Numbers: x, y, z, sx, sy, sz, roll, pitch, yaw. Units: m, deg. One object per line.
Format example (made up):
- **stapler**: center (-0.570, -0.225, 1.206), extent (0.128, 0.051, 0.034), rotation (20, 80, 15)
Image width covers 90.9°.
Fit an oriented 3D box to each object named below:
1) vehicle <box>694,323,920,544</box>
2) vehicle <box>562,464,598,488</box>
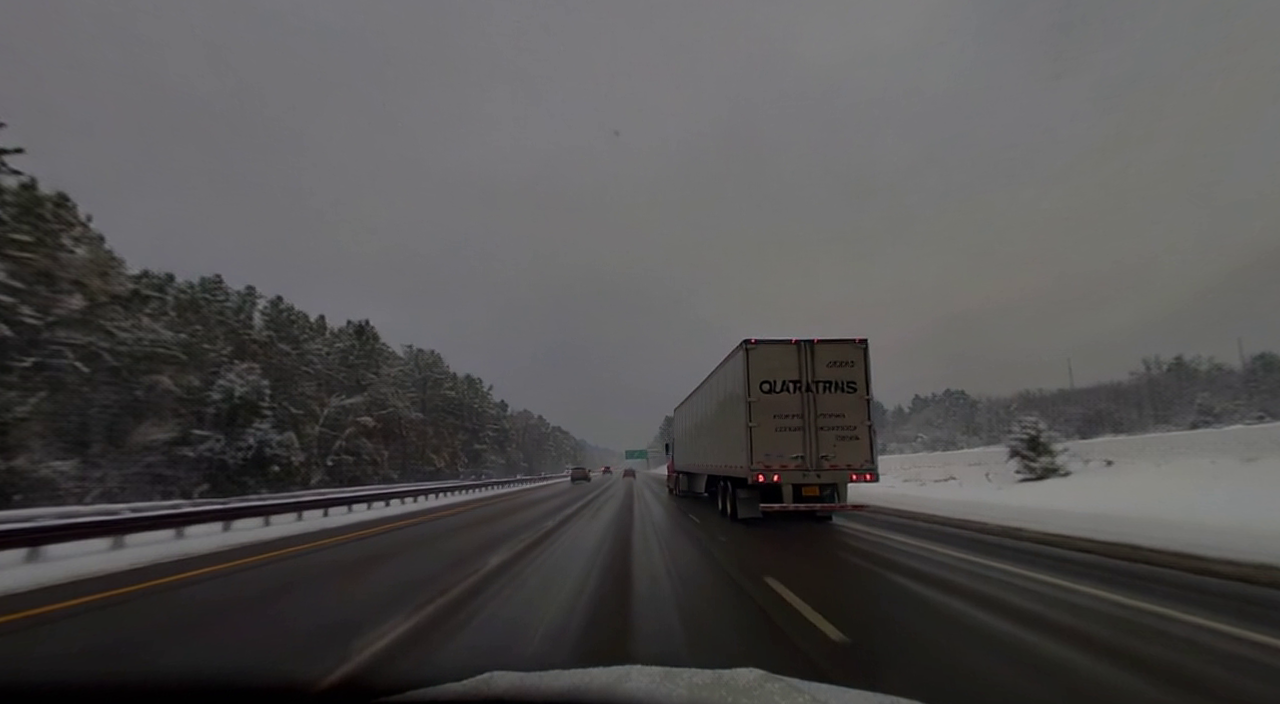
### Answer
- **vehicle**: center (3.489, 2.432, 16.929), extent (2.871, 4.032, 10.642), rotation (1, -11, -2)
- **vehicle**: center (-4.309, 8.992, 45.771), extent (2.180, 1.556, 4.895), rotation (1, -11, -1)
